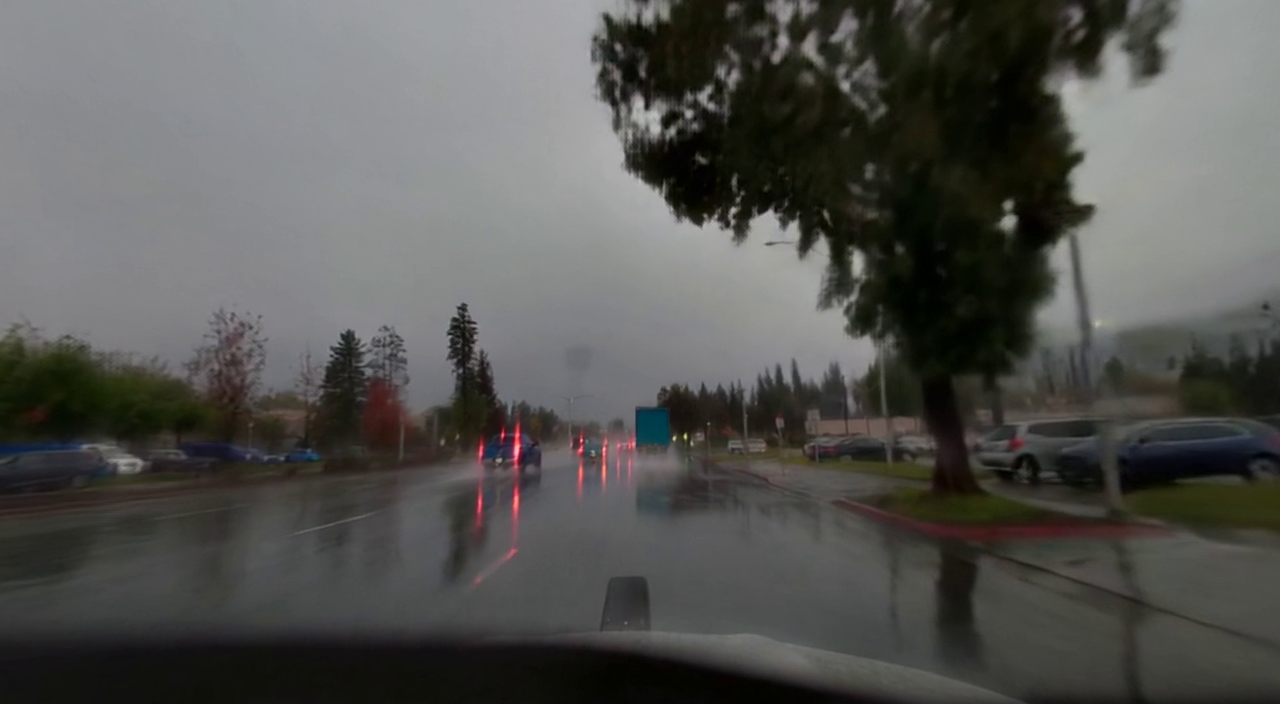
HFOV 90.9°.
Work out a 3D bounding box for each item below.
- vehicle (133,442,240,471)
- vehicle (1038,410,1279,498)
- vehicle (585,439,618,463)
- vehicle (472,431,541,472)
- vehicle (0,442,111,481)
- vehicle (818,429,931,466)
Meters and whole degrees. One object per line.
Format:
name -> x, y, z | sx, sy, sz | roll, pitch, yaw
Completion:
vehicle -> -34.029, 7.849, 47.417 | 6.188, 2.110, 2.333 | 0, -9, 2
vehicle -> 11.326, 2.114, 13.144 | 4.655, 1.688, 1.876 | -1, -9, 2
vehicle -> -2.822, 7.457, 47.652 | 2.114, 1.663, 4.381 | 0, -8, 1
vehicle -> -6.632, 5.043, 32.013 | 2.149, 1.893, 5.187 | -1, -8, 2
vehicle -> -34.070, 6.147, 35.534 | 6.393, 2.108, 2.467 | -1, -9, 4
vehicle -> 10.578, 4.366, 28.699 | 4.346, 1.595, 1.964 | 0, -9, 0
